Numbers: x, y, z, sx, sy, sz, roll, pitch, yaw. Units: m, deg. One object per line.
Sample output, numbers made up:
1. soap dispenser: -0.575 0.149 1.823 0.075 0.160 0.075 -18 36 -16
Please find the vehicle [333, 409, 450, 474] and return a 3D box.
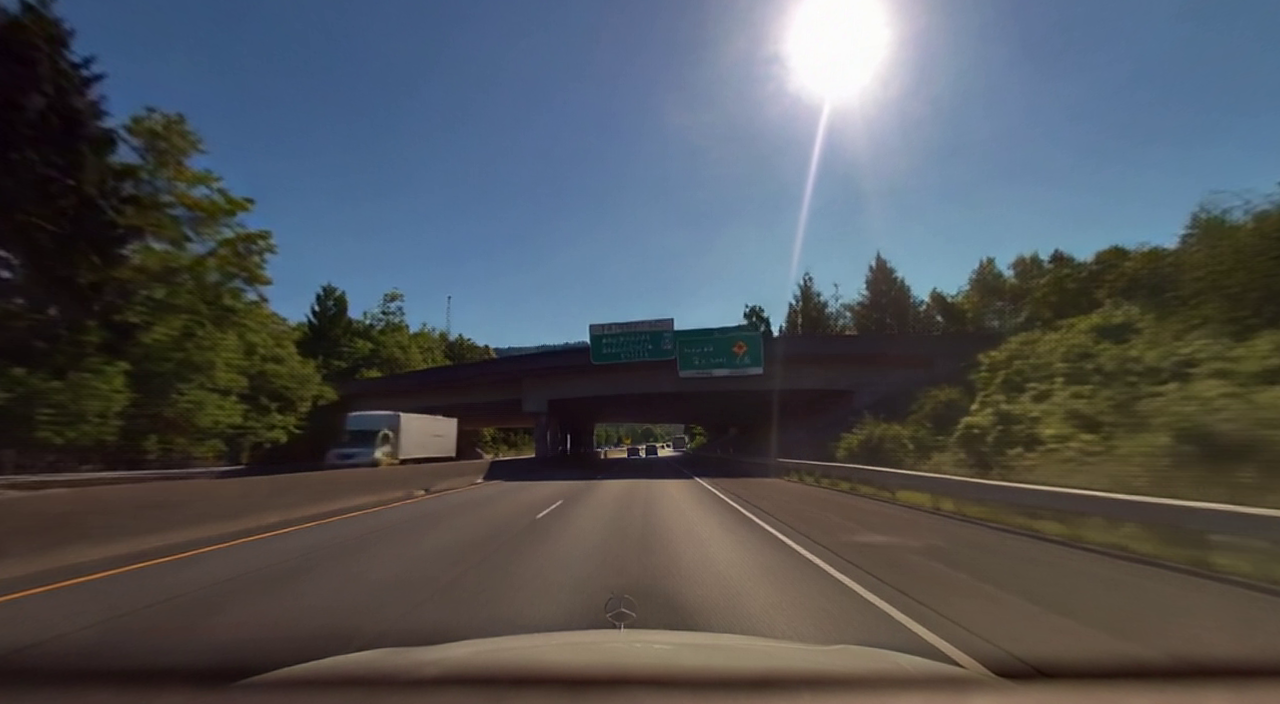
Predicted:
1. vehicle: -16.465 6.175 43.173 2.895 3.804 11.880 0 -9 1
